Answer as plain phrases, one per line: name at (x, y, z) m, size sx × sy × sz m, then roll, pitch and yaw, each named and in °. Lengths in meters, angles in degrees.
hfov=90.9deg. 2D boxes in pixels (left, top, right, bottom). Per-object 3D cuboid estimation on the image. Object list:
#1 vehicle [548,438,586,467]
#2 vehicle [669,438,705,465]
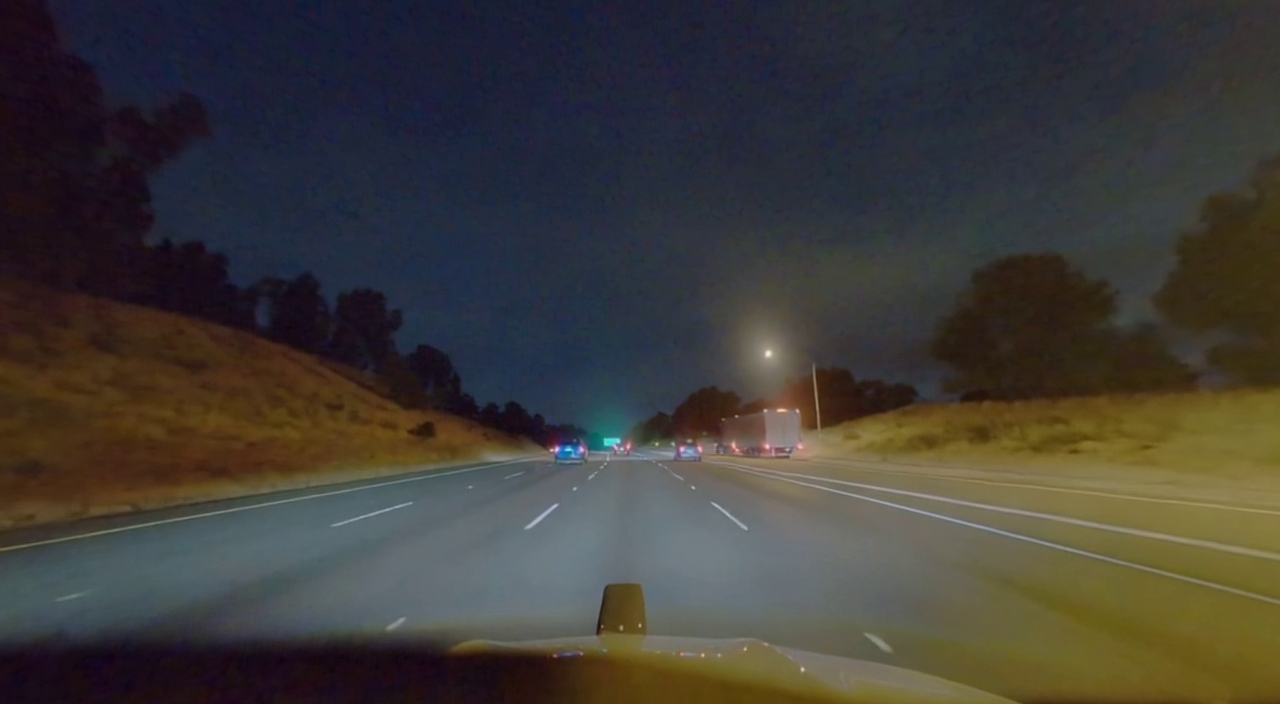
vehicle at (-4.927, 6.820, 43.112) m, size 2.120 × 1.855 × 4.619 m, roll 0°, pitch -8°, yaw -1°
vehicle at (3.205, 6.918, 43.963) m, size 1.995 × 1.712 × 4.206 m, roll 0°, pitch -8°, yaw -2°
